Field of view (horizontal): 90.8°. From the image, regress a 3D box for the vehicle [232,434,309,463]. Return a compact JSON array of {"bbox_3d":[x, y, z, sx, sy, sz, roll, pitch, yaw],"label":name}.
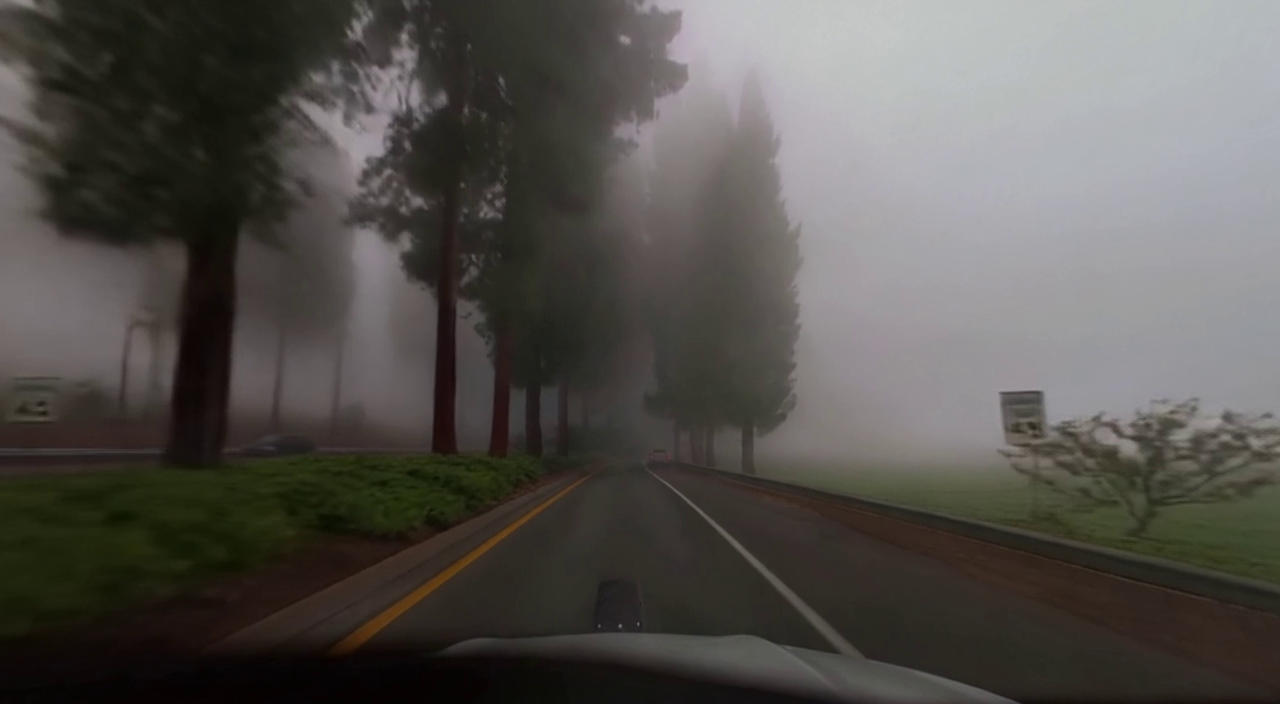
[{"bbox_3d":[-22.499,5.913,38.666,1.963,1.677,4.526,0,-9,0],"label":"vehicle"}]
